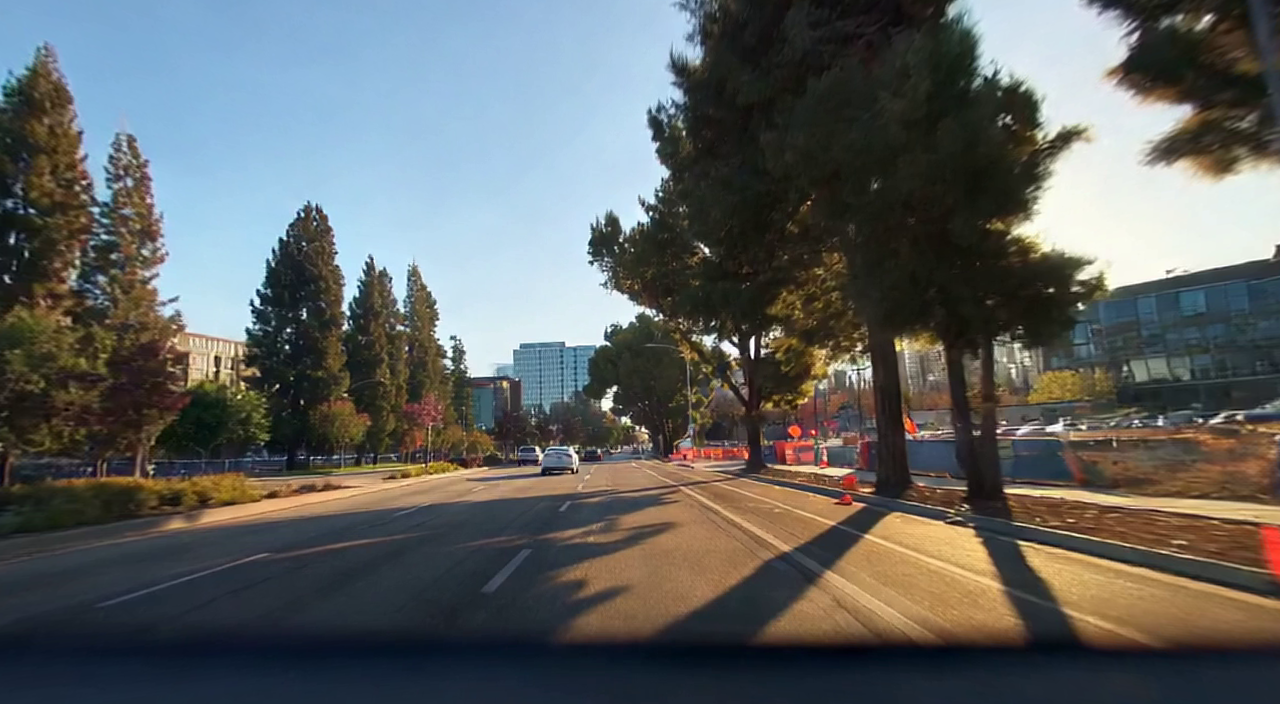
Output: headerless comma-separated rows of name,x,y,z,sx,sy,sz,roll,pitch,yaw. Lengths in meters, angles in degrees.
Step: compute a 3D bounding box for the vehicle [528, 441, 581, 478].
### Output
vehicle,-4.101,5.220,30.896,2.121,1.654,3.993,0,-8,-2
